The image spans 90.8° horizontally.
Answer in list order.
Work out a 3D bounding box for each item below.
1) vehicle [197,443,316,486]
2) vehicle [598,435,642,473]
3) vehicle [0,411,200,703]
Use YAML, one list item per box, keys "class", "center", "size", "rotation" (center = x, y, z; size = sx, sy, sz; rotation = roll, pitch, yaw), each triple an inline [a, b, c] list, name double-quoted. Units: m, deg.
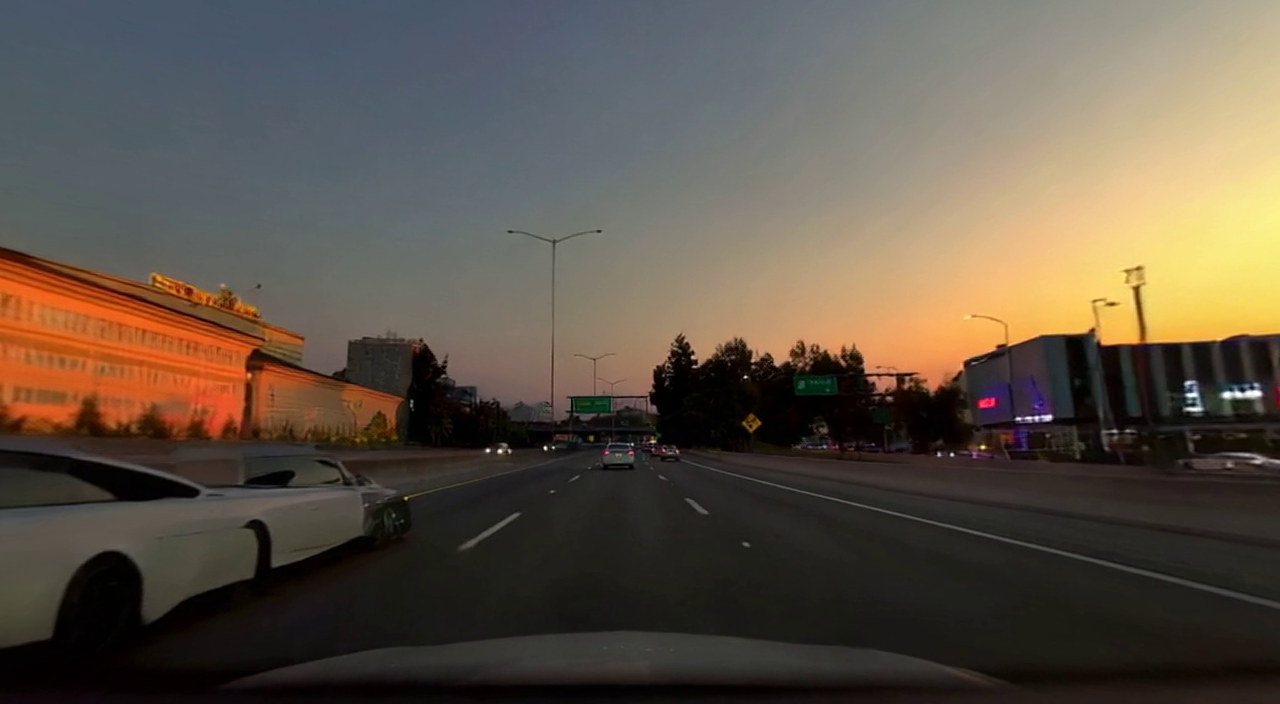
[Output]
- class: "vehicle"
  center: [-15.446, 4.536, 25.808]
  size: [2.011, 1.549, 4.511]
  rotation: [0, -9, 0]
- class: "vehicle"
  center: [-1.024, 5.386, 33.446]
  size: [2.155, 1.856, 4.796]
  rotation: [0, -9, 0]
- class: "vehicle"
  center: [-4.102, 0.910, 2.214]
  size: [1.907, 1.483, 4.562]
  rotation: [0, -9, -1]
